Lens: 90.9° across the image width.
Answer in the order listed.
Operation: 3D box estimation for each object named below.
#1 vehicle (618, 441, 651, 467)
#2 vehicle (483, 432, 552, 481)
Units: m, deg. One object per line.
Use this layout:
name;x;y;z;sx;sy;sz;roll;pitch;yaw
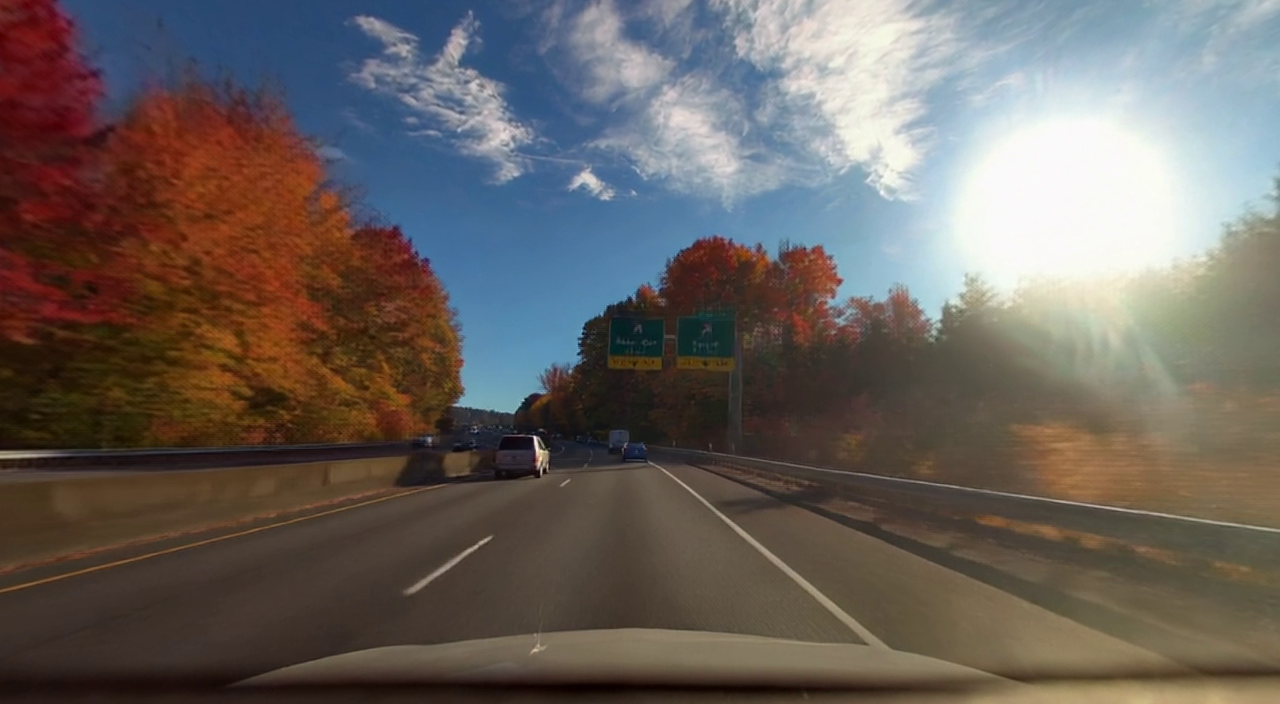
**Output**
vehicle;-0.394;6.255;38.862;1.939;1.497;3.863;0;-8;-1
vehicle;-4.710;4.064;24.752;1.924;1.720;4.195;0;-8;-1
